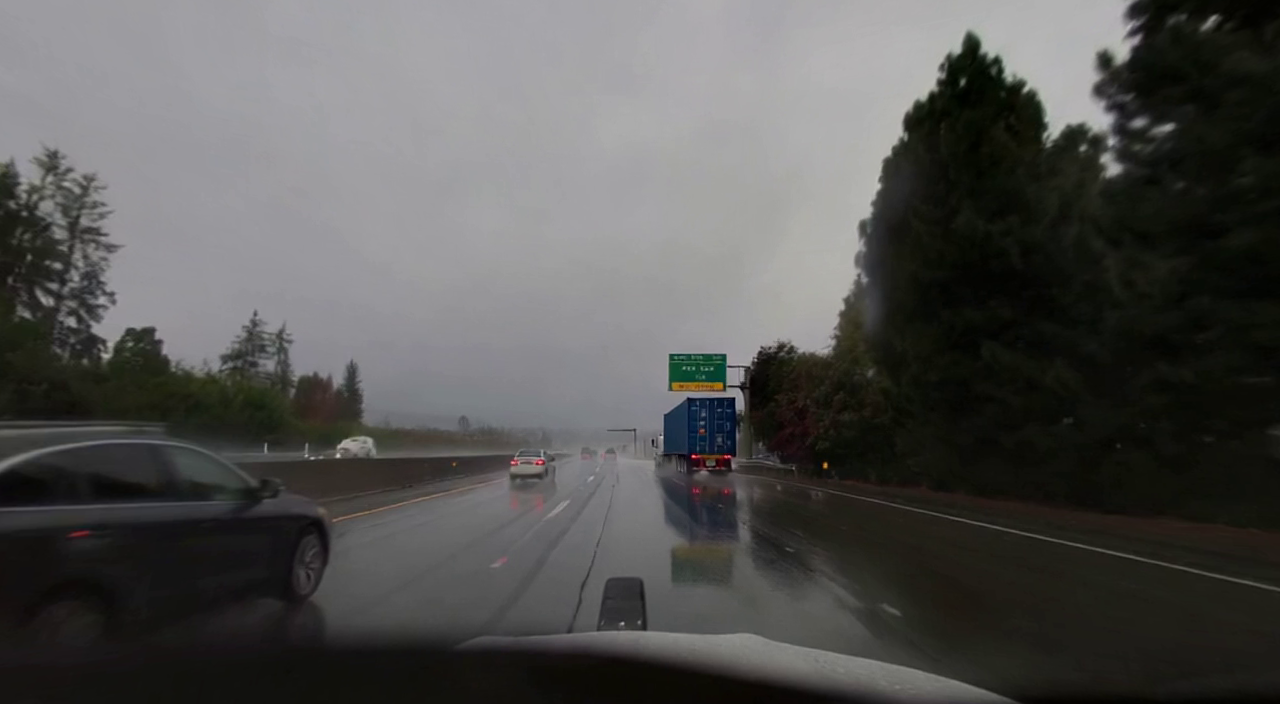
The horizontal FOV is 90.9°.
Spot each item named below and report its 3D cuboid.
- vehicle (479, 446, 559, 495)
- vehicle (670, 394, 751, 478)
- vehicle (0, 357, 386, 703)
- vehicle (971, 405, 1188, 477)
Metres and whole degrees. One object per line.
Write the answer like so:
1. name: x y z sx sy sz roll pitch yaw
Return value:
1. vehicle: -4.099 4.058 21.967 2.063 1.532 3.763 0 -9 -1
2. vehicle: 3.716 5.074 36.959 2.821 4.046 12.876 0 -9 -2
3. vehicle: -3.723 1.044 3.668 2.370 1.647 5.091 0 -9 0
4. vehicle: 28.552 6.136 42.611 2.986 4.013 13.935 1 -9 -9
